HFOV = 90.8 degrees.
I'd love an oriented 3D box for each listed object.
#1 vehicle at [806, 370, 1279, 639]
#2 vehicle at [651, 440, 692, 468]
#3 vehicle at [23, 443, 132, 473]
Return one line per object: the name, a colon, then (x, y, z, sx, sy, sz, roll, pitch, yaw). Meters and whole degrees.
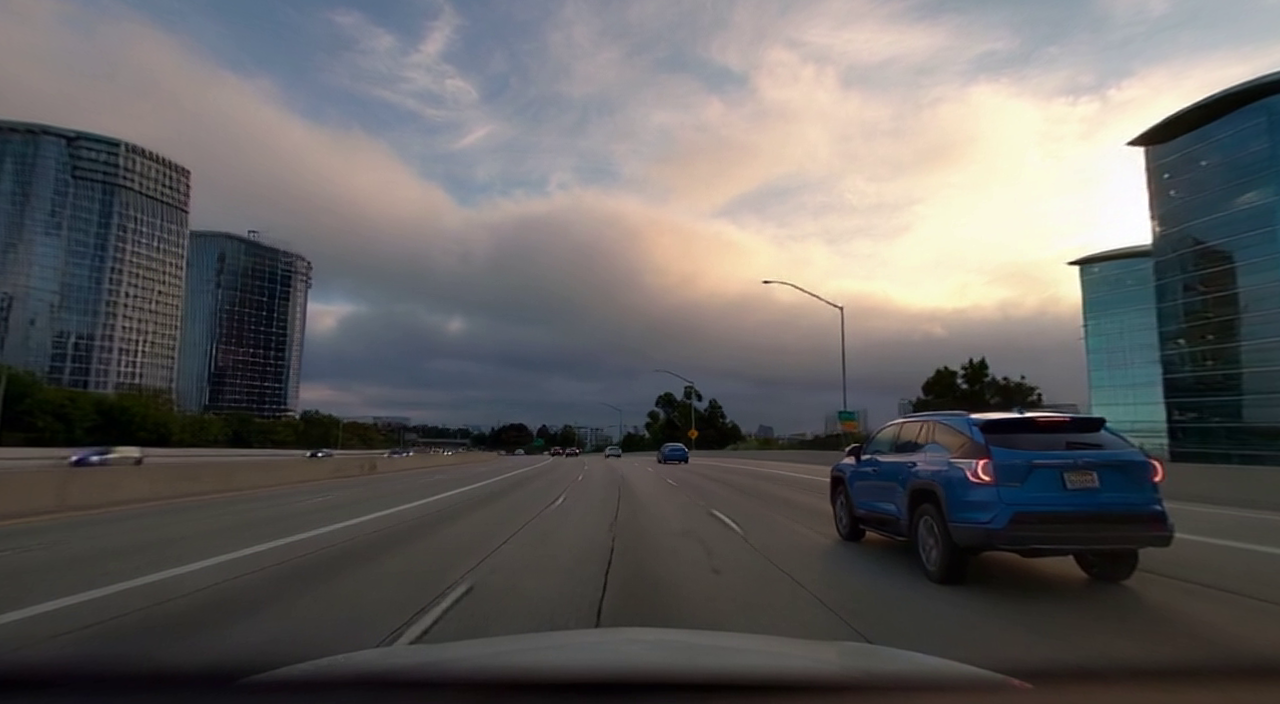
vehicle: (3.473, 1.353, 6.587, 2.182, 1.826, 4.392, 0, -8, -1)
vehicle: (2.066, 6.863, 42.646, 2.110, 1.780, 4.682, 1, -8, -5)
vehicle: (-39.407, 7.435, 44.551, 2.252, 1.919, 5.983, 0, -8, -1)
